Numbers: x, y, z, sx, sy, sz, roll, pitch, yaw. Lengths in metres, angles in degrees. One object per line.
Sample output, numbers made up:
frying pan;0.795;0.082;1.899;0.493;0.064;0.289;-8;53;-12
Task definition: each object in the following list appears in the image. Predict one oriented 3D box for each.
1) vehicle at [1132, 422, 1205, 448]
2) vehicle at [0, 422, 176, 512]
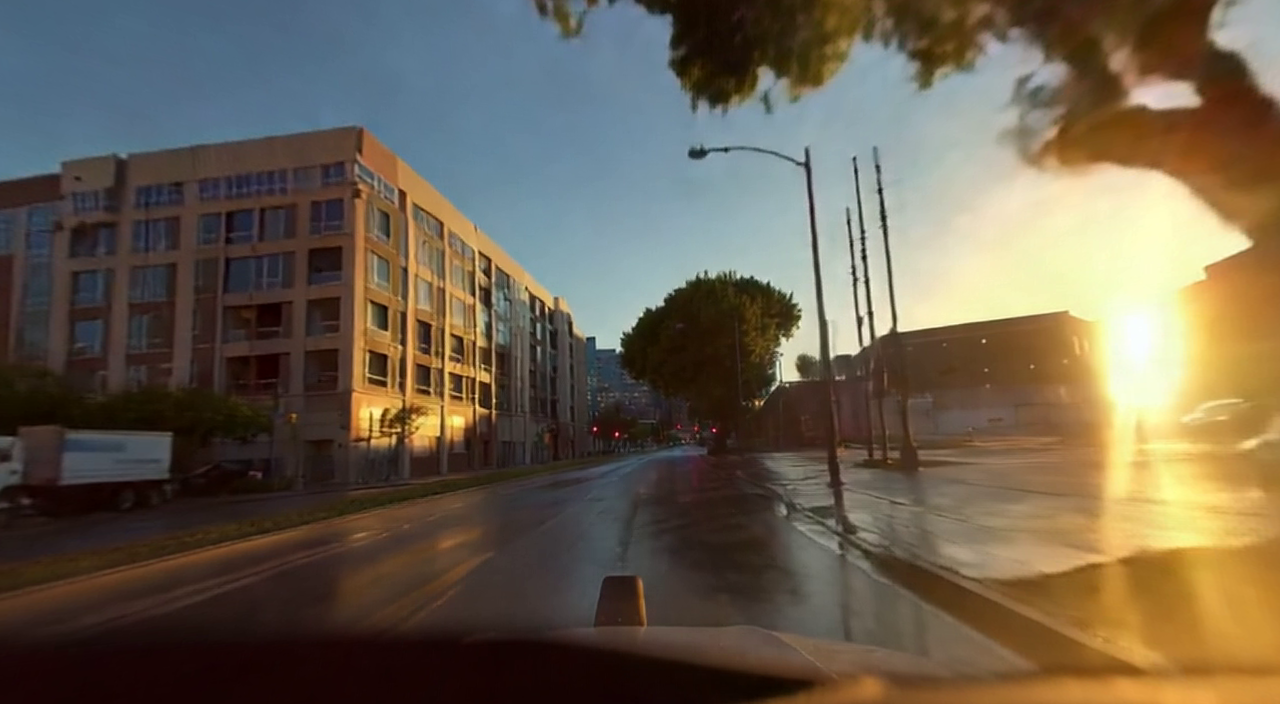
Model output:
vehicle;33.253;5.288;39.647;1.635;1.503;3.463;-3;-9;3
vehicle;-19.814;3.776;20.808;2.166;2.698;7.006;-6;-9;20
